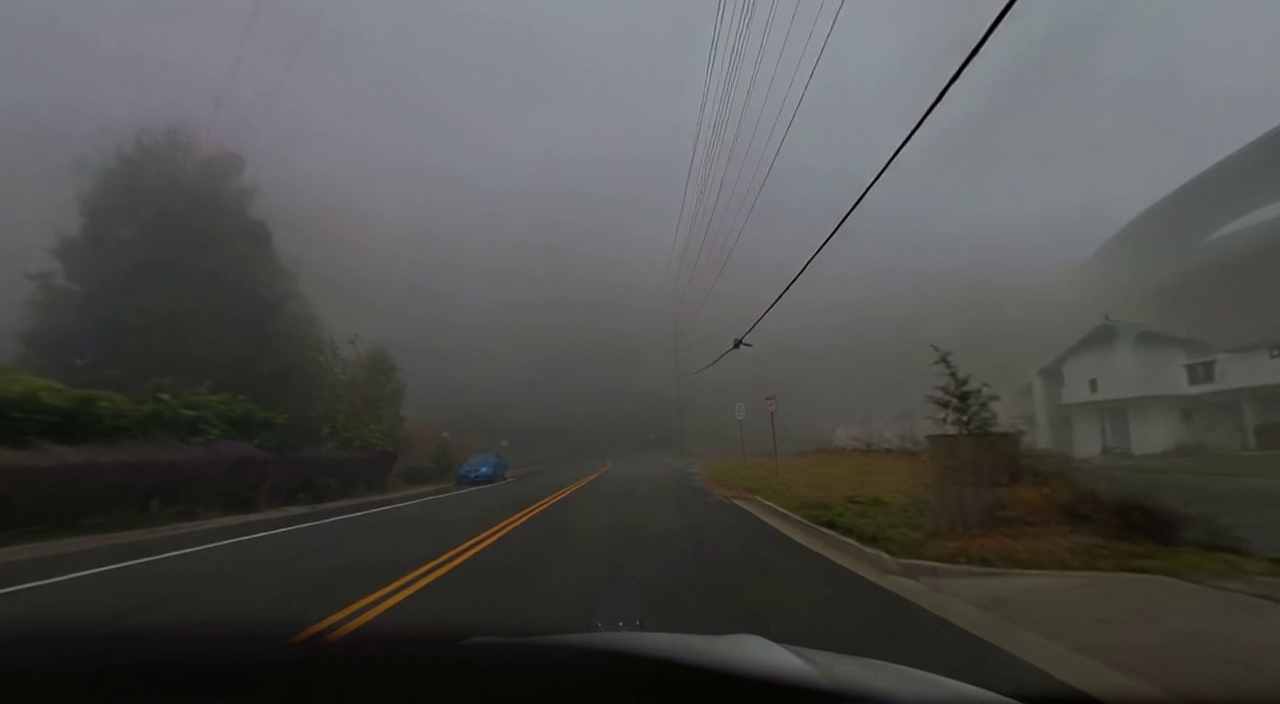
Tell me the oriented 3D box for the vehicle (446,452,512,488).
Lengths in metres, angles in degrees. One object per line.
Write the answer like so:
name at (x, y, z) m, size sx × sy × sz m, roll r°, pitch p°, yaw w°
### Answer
vehicle at (-8.195, 6.019, 32.539) m, size 2.114 × 1.693 × 4.468 m, roll 0°, pitch -9°, yaw 1°
